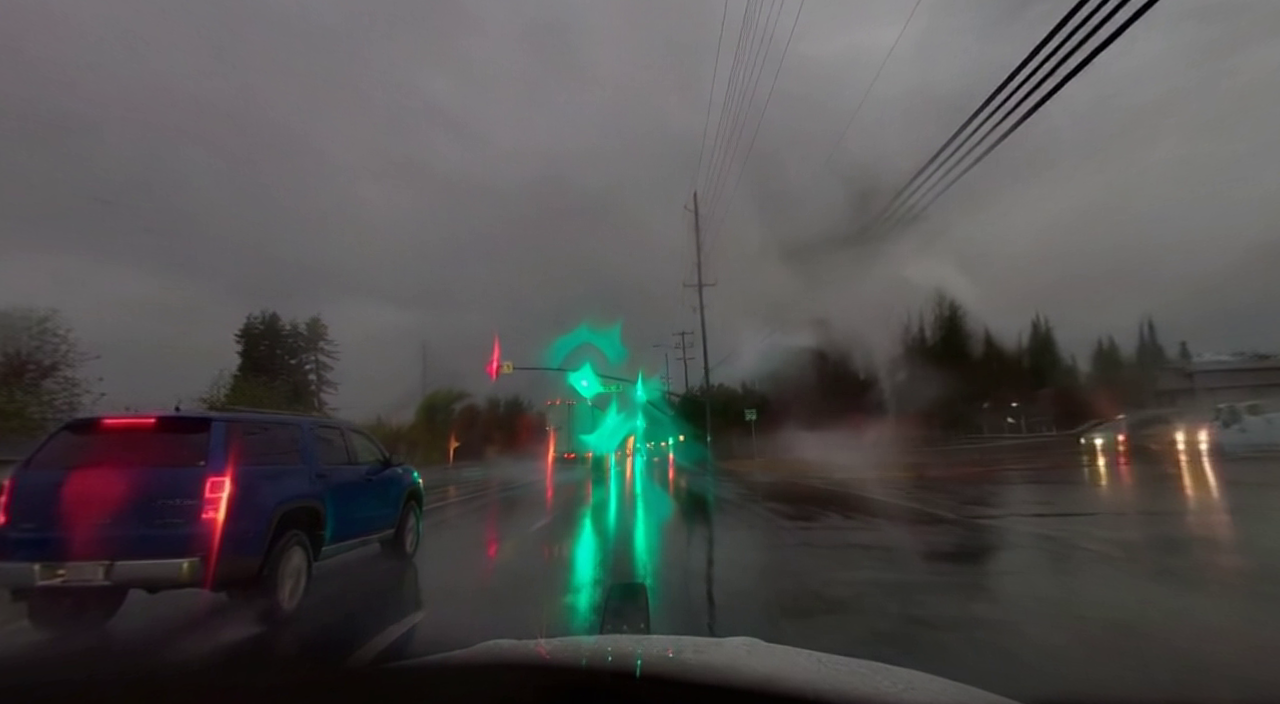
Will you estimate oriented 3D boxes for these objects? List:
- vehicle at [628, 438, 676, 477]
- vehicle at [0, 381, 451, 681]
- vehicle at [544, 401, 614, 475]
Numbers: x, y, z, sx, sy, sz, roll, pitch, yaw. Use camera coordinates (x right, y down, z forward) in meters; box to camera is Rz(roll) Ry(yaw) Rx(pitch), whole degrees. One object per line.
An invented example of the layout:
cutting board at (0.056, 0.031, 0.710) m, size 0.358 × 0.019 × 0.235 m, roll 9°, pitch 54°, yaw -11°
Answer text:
vehicle at (0.562, 5.040, 30.339) m, size 2.174 × 1.749 × 4.113 m, roll 0°, pitch -9°, yaw 1°
vehicle at (-3.676, 1.437, 6.221) m, size 2.093 × 1.832 × 4.508 m, roll -1°, pitch -9°, yaw 2°
vehicle at (-3.252, 4.986, 36.104) m, size 2.928 × 3.658 × 8.980 m, roll 0°, pitch -9°, yaw 1°
